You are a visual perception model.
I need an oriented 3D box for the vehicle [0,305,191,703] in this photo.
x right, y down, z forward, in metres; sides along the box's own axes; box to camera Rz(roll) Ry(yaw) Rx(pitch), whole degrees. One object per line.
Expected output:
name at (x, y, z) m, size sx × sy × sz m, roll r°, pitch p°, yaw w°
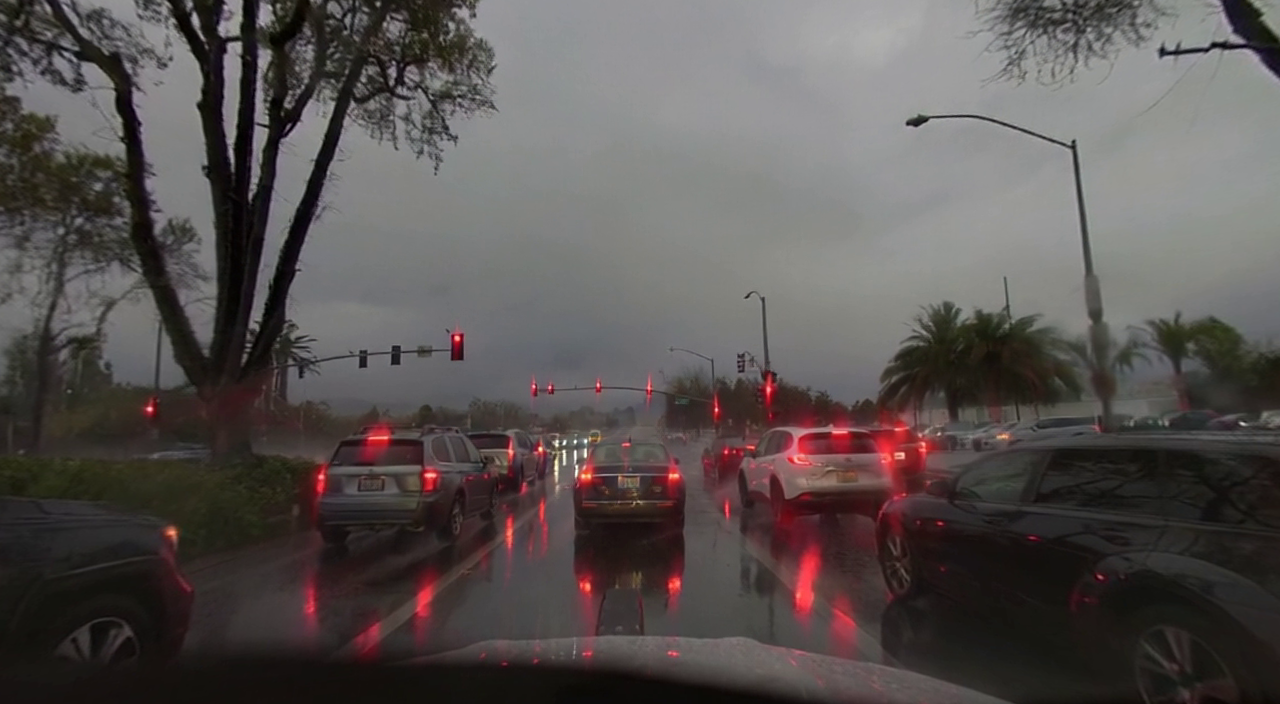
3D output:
vehicle at (-3.203, 0.506, 0.706) m, size 2.079 × 1.756 × 4.676 m, roll 0°, pitch -8°, yaw -3°

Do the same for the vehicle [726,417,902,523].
vehicle at (3.068, 2.187, 12.146) m, size 2.106 × 1.667 × 4.101 m, roll 0°, pitch -8°, yaw -1°

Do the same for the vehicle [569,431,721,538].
vehicle at (-0.004, 2.090, 10.541) m, size 2.076 × 1.438 × 3.770 m, roll 0°, pitch -8°, yaw -2°

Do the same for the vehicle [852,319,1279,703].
vehicle at (3.148, 0.996, 3.855) m, size 2.074 × 1.685 × 4.387 m, roll 0°, pitch -8°, yaw -1°

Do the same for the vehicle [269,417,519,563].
vehicle at (-3.065, 1.805, 9.008) m, size 1.896 × 1.546 × 4.378 m, roll 0°, pitch -8°, yaw -2°
